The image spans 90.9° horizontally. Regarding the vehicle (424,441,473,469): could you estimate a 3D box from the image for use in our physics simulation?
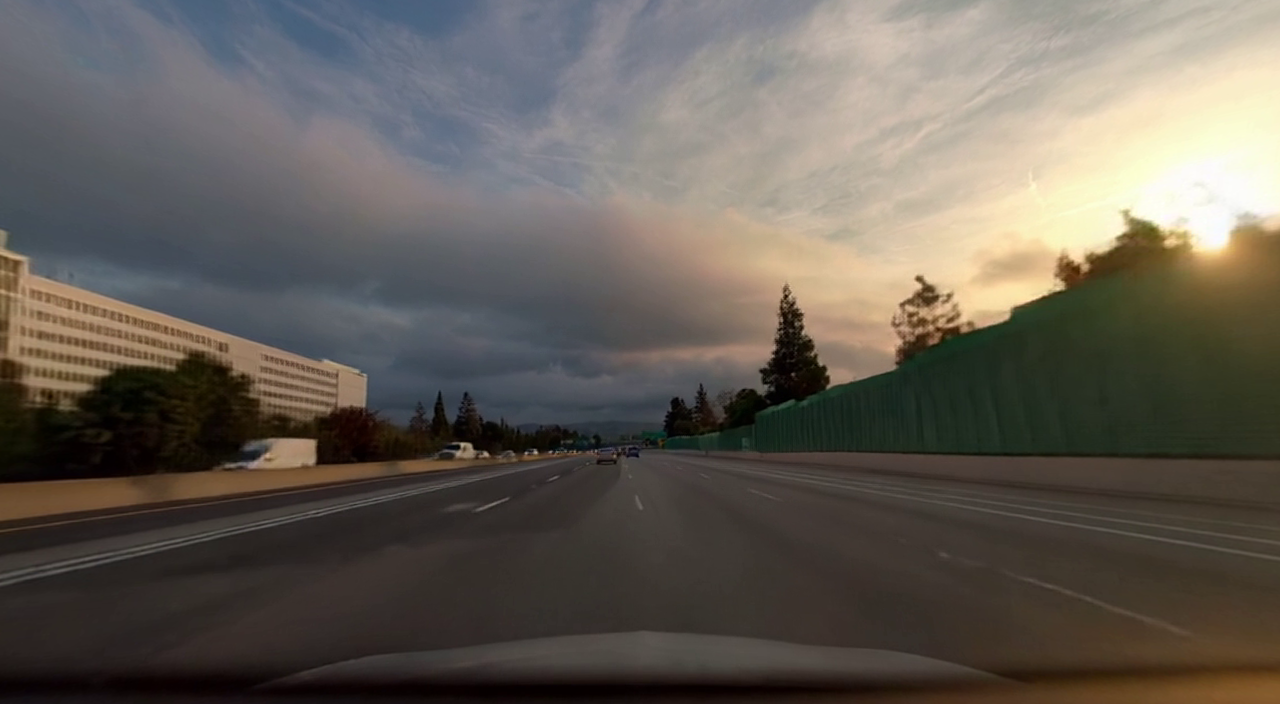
[{"bbox_3d":[-14.138,7.608,46.778,2.125,1.915,4.942,0,-9,-1],"label":"vehicle"}]

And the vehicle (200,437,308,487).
[{"bbox_3d":[-22.338,6.399,36.949,2.365,2.606,6.439,0,-9,-1],"label":"vehicle"}]
